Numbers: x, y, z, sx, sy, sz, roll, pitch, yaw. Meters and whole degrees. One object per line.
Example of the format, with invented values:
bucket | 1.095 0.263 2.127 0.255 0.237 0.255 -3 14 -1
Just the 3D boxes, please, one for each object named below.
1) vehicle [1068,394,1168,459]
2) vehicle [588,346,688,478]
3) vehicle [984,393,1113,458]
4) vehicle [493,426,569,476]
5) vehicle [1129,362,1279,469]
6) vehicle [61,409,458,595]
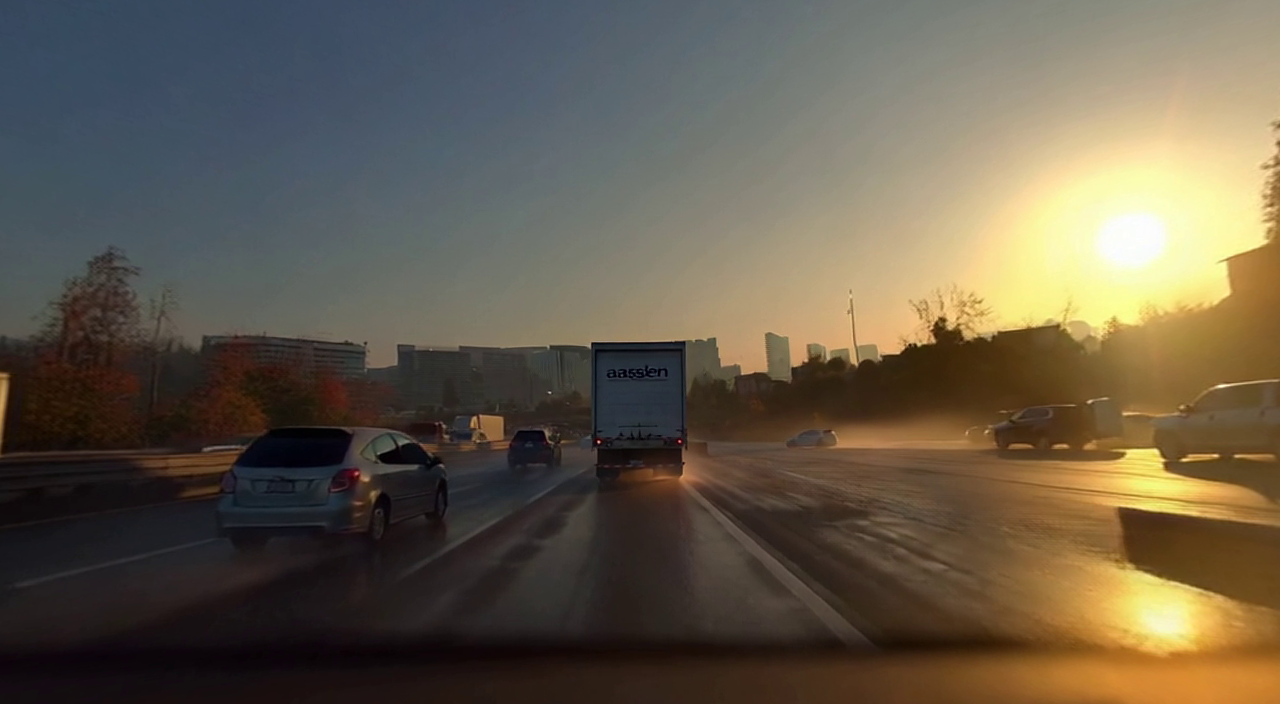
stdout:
vehicle | 19.584 3.081 25.909 1.658 2.523 2.851 0 -8 -1
vehicle | -0.115 2.616 25.609 3.171 4.204 11.036 0 -8 -1
vehicle | 18.950 3.484 29.613 2.432 2.753 5.388 0 -8 1
vehicle | -3.710 3.440 22.127 1.946 1.599 4.073 0 -8 0
vehicle | 19.389 2.141 20.276 2.443 3.006 5.844 0 -8 0
vehicle | -3.771 1.527 7.405 1.964 1.507 4.361 0 -8 0
